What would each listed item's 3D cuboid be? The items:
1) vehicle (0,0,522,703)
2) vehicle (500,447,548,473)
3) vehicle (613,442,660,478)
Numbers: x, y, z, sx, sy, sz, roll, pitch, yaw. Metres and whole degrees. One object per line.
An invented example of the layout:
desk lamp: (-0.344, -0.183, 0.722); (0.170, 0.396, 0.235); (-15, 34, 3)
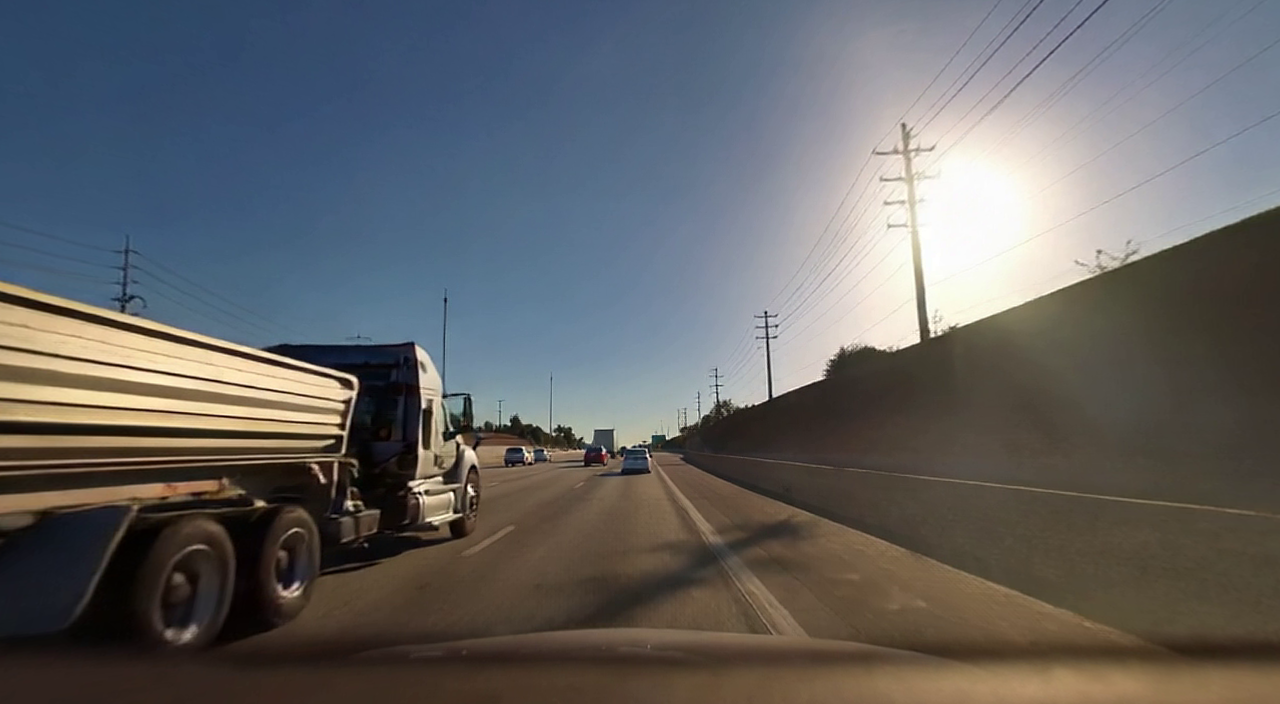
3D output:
vehicle: (-3.542, 0.626, 5.615); (3.023, 3.246, 9.102); (0, -9, 1)
vehicle: (-7.008, 6.552, 38.435); (2.025, 1.510, 4.582); (0, -9, 1)
vehicle: (-0.149, 5.280, 30.976); (2.178, 1.640, 4.071); (0, -9, 0)
